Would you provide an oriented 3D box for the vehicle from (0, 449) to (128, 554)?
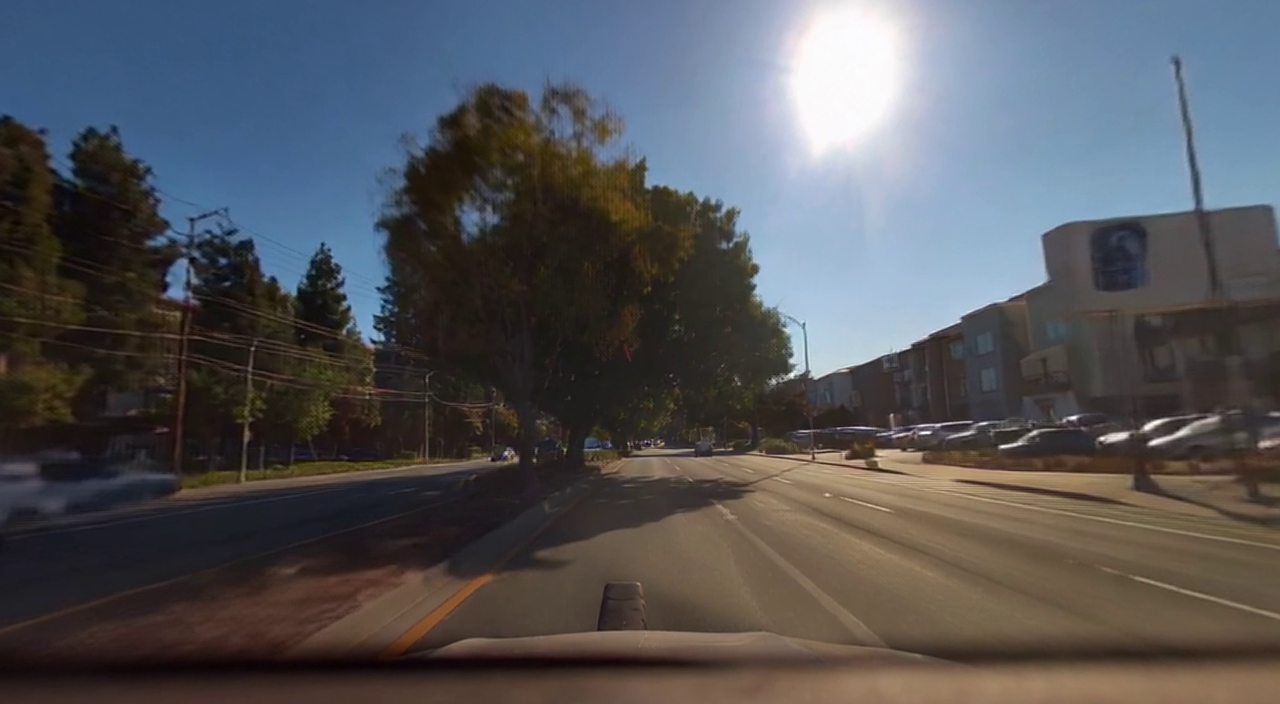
[{"bbox_3d":[-10.023,2.083,8.687,1.942,1.468,4.708,0,-9,1],"label":"vehicle"}]
